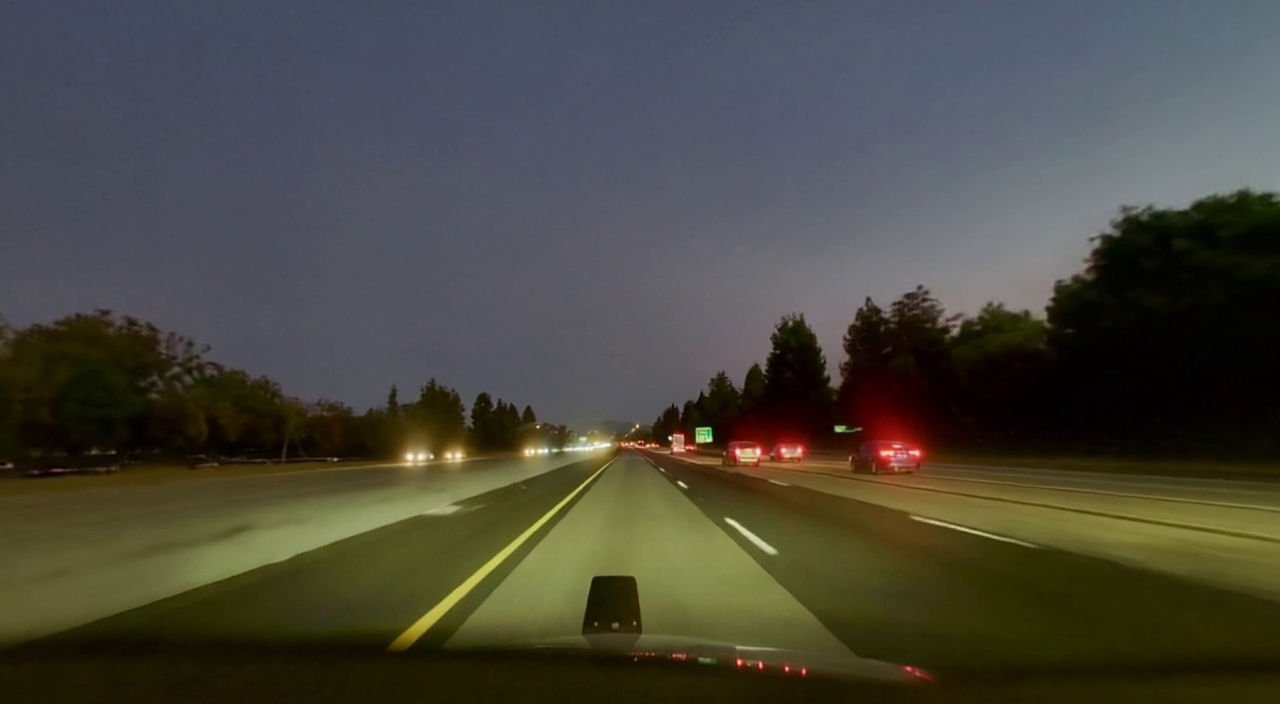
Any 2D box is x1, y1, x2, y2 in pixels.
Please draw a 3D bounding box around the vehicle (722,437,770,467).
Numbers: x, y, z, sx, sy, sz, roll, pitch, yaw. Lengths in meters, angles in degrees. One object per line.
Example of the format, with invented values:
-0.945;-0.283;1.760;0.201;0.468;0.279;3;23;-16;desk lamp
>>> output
6.325;6.030;38.333;2.030;1.706;4.279;0;-9;-2;vehicle
